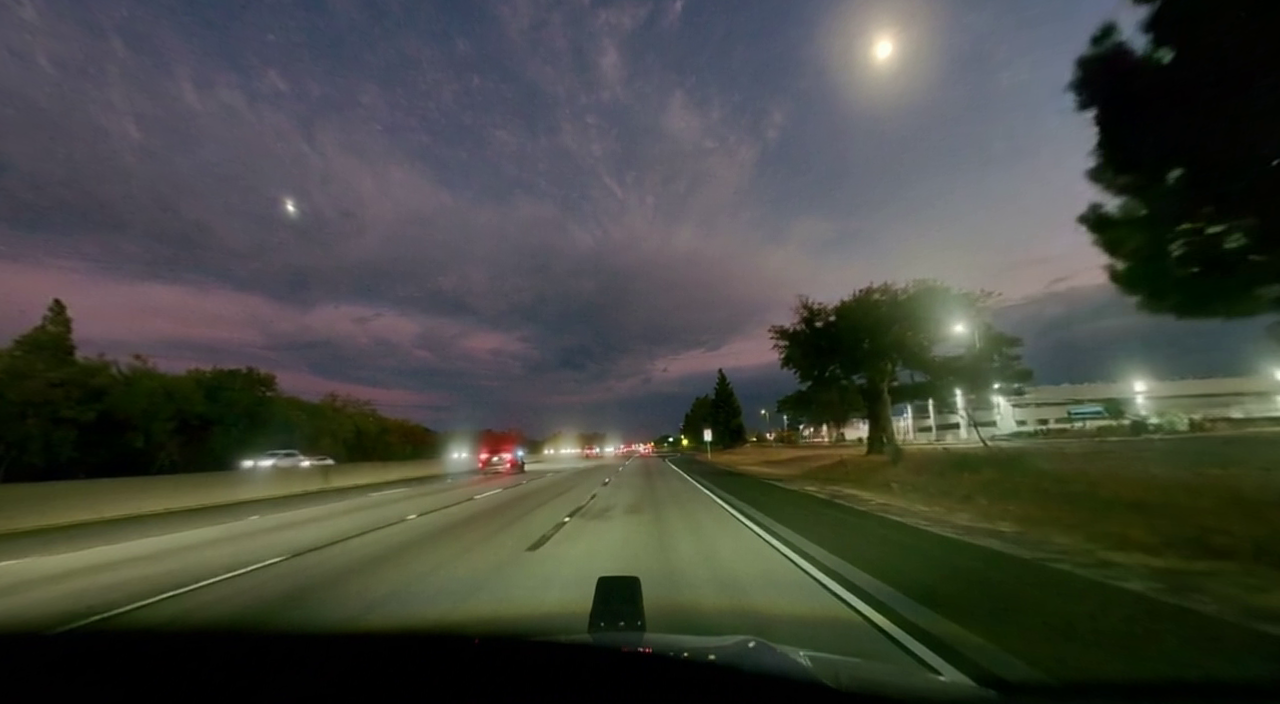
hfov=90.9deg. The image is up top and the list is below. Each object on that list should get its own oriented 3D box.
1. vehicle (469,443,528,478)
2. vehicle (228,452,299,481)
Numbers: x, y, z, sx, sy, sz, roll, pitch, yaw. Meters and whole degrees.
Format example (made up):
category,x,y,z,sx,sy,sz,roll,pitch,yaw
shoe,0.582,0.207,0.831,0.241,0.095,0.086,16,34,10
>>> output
category,x,y,z,sx,sy,sz,roll,pitch,yaw
vehicle,-7.311,5.604,32.936,2.021,1.699,4.324,-1,-8,1
vehicle,-24.525,7.443,41.263,1.926,1.679,4.399,-1,-8,0
